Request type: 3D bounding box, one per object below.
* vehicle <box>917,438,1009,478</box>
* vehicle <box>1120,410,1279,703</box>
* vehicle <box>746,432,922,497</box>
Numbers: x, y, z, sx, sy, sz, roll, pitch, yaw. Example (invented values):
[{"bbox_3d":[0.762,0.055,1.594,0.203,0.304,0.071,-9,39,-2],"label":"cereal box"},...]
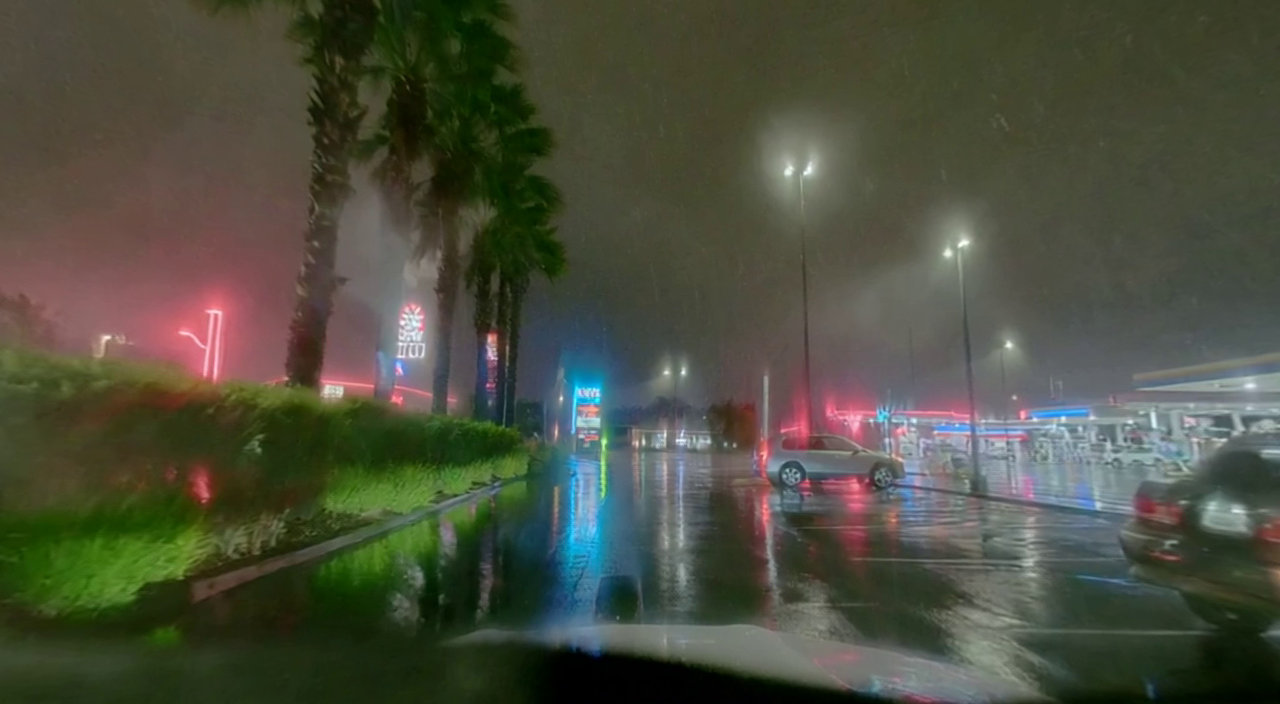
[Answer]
[{"bbox_3d":[16.316,5.347,32.223,2.028,1.850,4.731,0,-8,-2],"label":"vehicle"},{"bbox_3d":[5.297,1.108,3.492,3.813,1.541,1.723,0,-8,0],"label":"vehicle"},{"bbox_3d":[5.701,3.338,19.038,4.560,1.818,2.148,0,-8,-2],"label":"vehicle"}]
